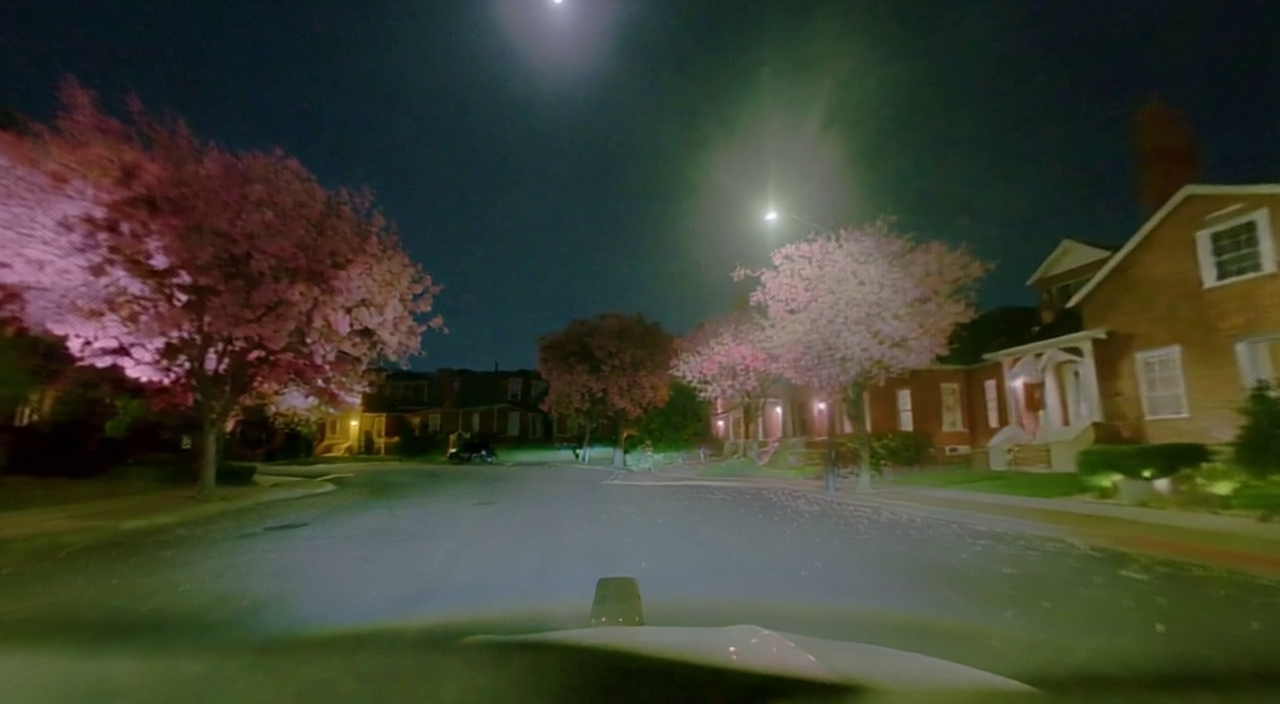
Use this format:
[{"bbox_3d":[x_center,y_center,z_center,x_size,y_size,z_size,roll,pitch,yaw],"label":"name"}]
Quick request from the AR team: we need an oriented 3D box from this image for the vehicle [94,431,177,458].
[{"bbox_3d":[-34.078,6.223,42.722,4.237,1.728,2.203,-2,-9,16],"label":"vehicle"}]

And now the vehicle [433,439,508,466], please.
[{"bbox_3d":[-12.248,7.283,45.805,4.815,1.827,2.147,0,-9,-1],"label":"vehicle"}]
